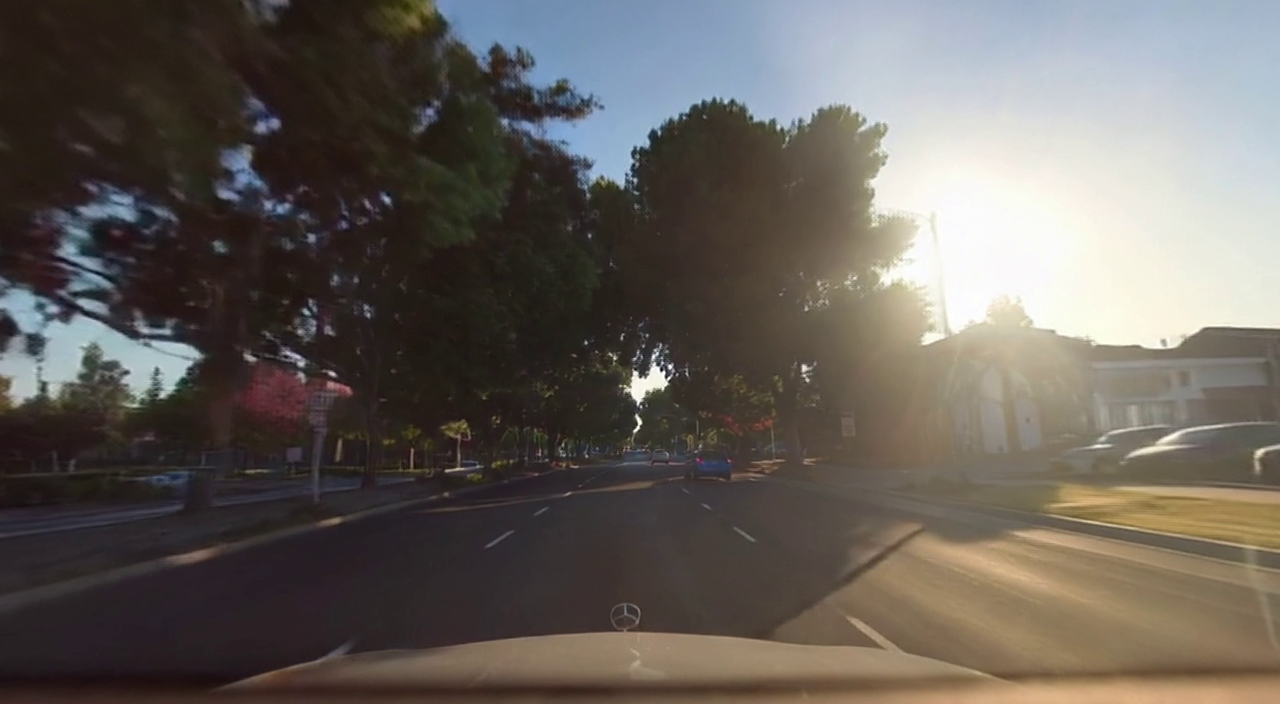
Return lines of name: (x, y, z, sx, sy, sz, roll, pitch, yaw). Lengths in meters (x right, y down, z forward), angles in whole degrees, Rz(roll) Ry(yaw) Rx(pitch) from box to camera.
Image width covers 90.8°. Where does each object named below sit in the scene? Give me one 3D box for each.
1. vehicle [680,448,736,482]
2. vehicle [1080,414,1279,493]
vehicle: (3.202, 5.446, 30.798, 2.033, 1.482, 4.571, 0, -9, -2)
vehicle: (14.924, 2.758, 17.359, 4.072, 1.768, 1.923, -4, -8, 0)
